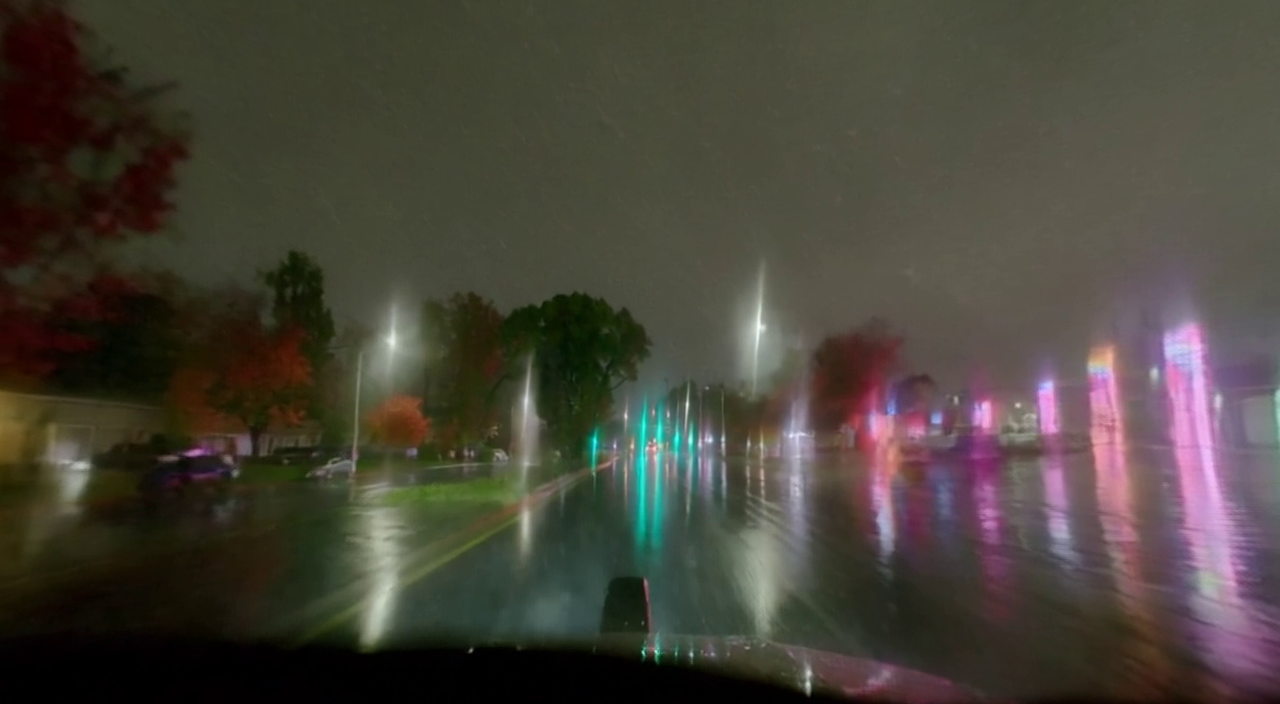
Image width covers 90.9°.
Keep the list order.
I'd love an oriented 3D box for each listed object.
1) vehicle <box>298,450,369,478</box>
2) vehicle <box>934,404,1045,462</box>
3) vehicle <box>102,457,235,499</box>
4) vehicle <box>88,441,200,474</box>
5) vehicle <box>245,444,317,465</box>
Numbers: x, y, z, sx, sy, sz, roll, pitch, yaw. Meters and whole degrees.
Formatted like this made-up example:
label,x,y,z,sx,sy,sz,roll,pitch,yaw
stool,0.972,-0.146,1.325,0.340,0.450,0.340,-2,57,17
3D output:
label,x,y,z,sx,sy,sz,roll,pitch,yaw
vehicle,-18.914,6.908,39.164,1.814,1.577,5.024,0,-8,1
vehicle,21.991,5.218,40.206,3.006,3.375,6.598,0,-8,-2
vehicle,-18.819,5.025,25.489,1.806,1.454,4.599,0,-8,1
vehicle,-26.437,5.625,33.693,4.314,1.680,1.822,1,-8,-3
vehicle,-27.623,7.903,48.615,4.336,1.560,1.980,0,-8,0
